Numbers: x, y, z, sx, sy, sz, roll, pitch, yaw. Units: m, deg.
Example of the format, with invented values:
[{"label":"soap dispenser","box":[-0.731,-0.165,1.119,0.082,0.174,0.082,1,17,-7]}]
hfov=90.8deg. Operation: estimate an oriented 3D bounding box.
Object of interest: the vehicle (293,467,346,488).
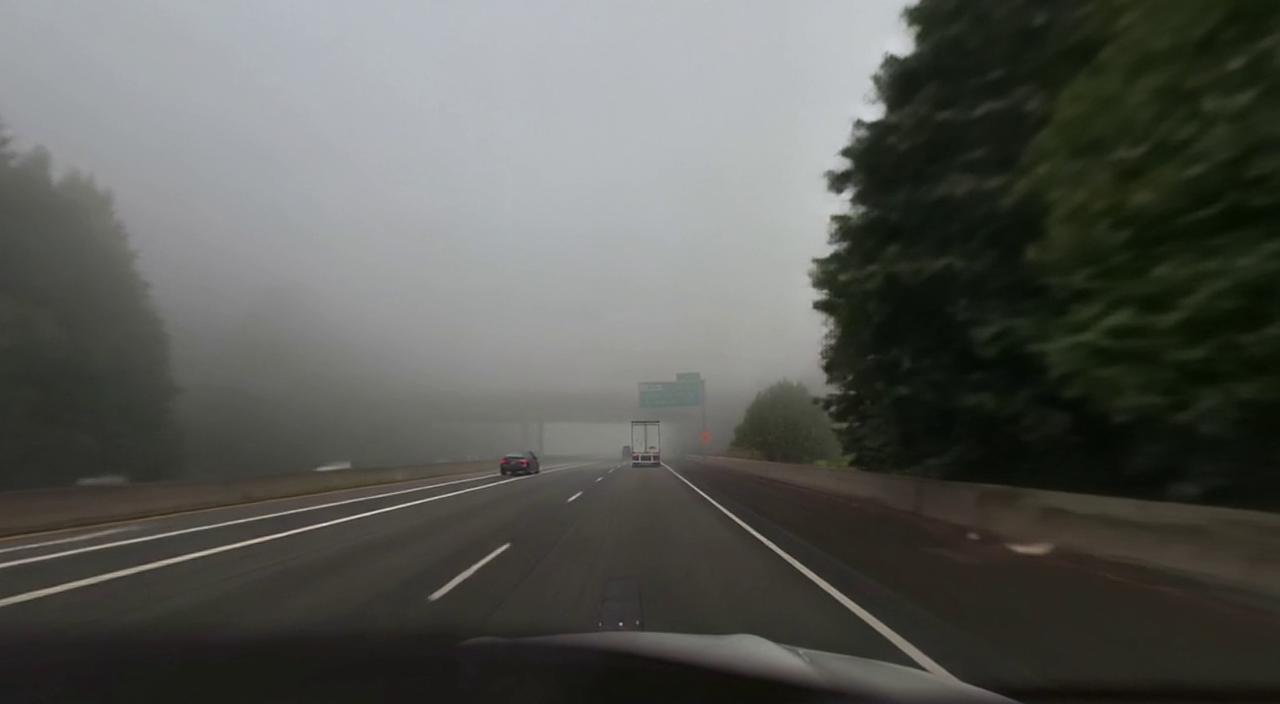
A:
[{"label":"vehicle","box":[-24.320,9.522,48.042,1.665,1.434,4.369,0,-9,2]}]

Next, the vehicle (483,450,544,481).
[{"label":"vehicle","box":[-6.363,5.753,32.248,1.953,1.452,4.711,-1,-9,3]}]
